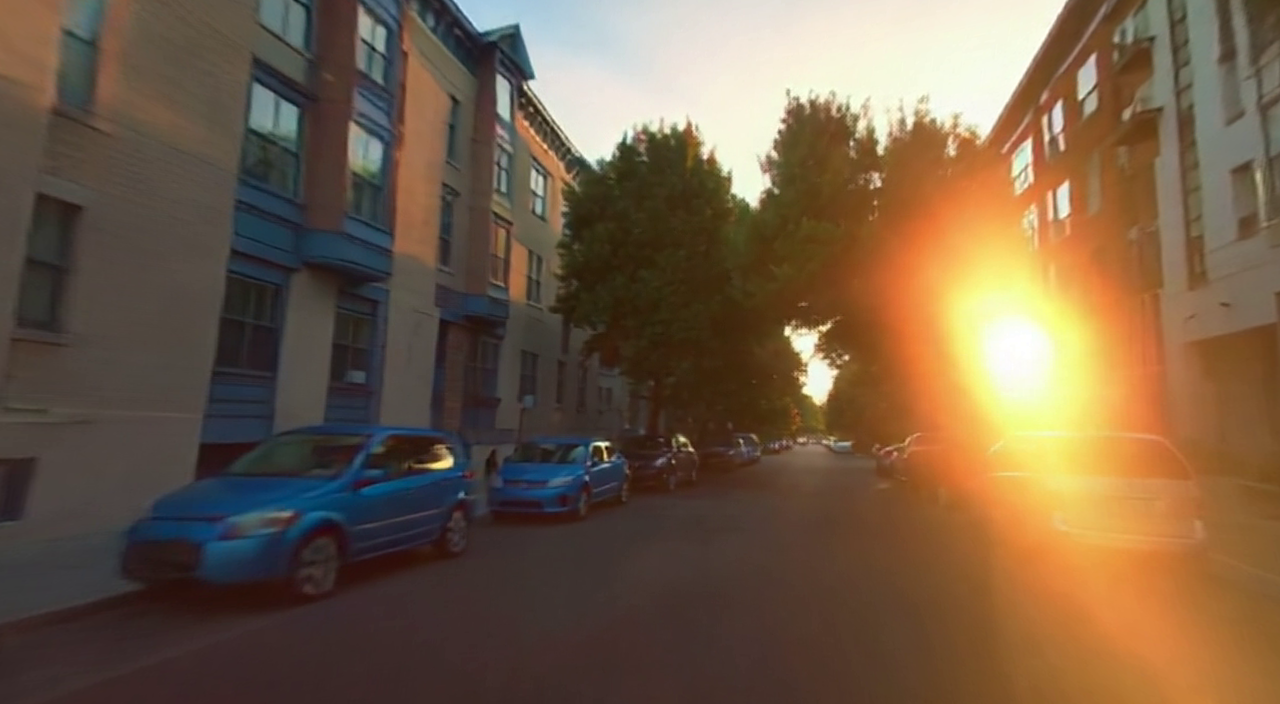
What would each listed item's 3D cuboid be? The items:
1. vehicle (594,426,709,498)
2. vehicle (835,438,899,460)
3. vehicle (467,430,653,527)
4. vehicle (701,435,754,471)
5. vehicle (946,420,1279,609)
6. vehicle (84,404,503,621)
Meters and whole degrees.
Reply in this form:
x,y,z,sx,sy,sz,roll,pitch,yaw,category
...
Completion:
x,y,z,sx,sy,sz,roll,pitch,yaw,category
0.467,2.821,16.747,1.942,1.629,4.302,-2,-8,17,vehicle
15.799,6.756,43.817,3.657,1.475,1.930,1,-8,-3,vehicle
-1.221,2.206,11.764,1.830,1.427,4.294,-2,-8,17,vehicle
4.054,4.553,28.694,1.840,1.493,3.761,-2,-8,17,vehicle
5.278,1.706,7.737,1.883,1.615,4.234,-2,-8,15,vehicle
-3.001,1.377,6.345,1.719,1.519,3.414,-2,-8,15,vehicle
